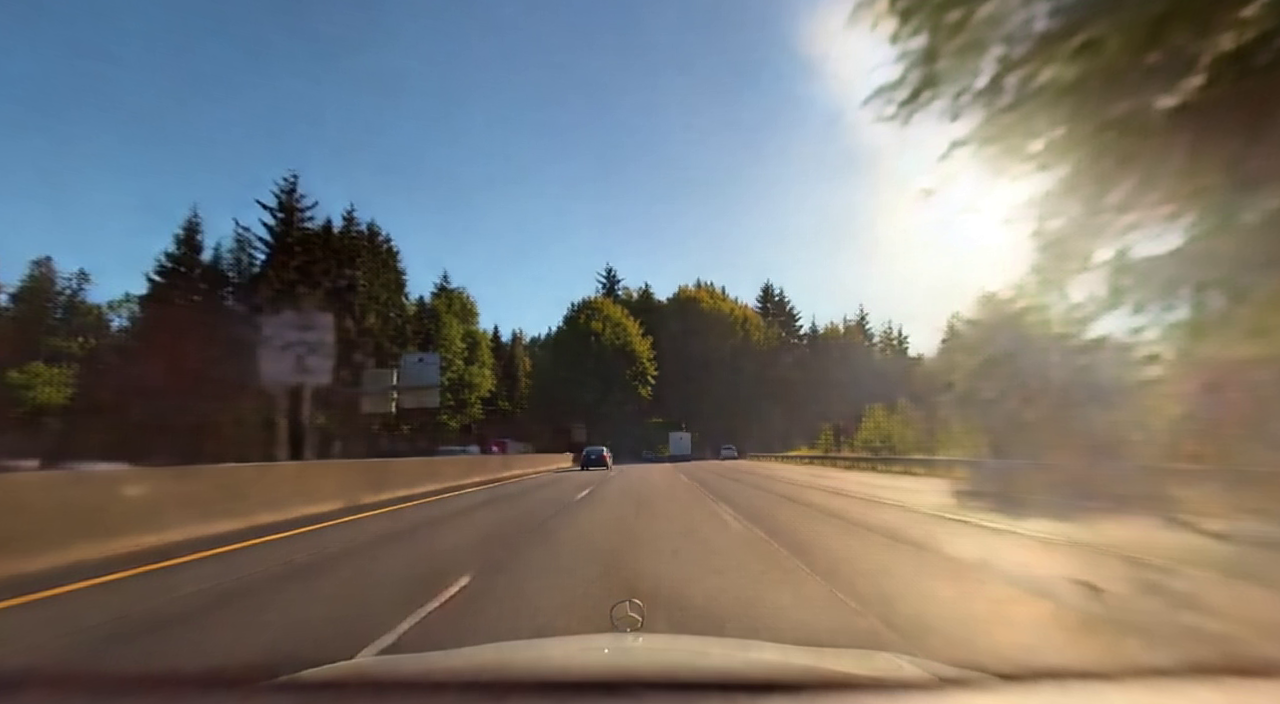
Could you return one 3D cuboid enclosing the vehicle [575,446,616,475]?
[{"bbox_3d":[-2.677,6.684,39.019,2.086,1.650,4.122,-1,-9,2],"label":"vehicle"}]
